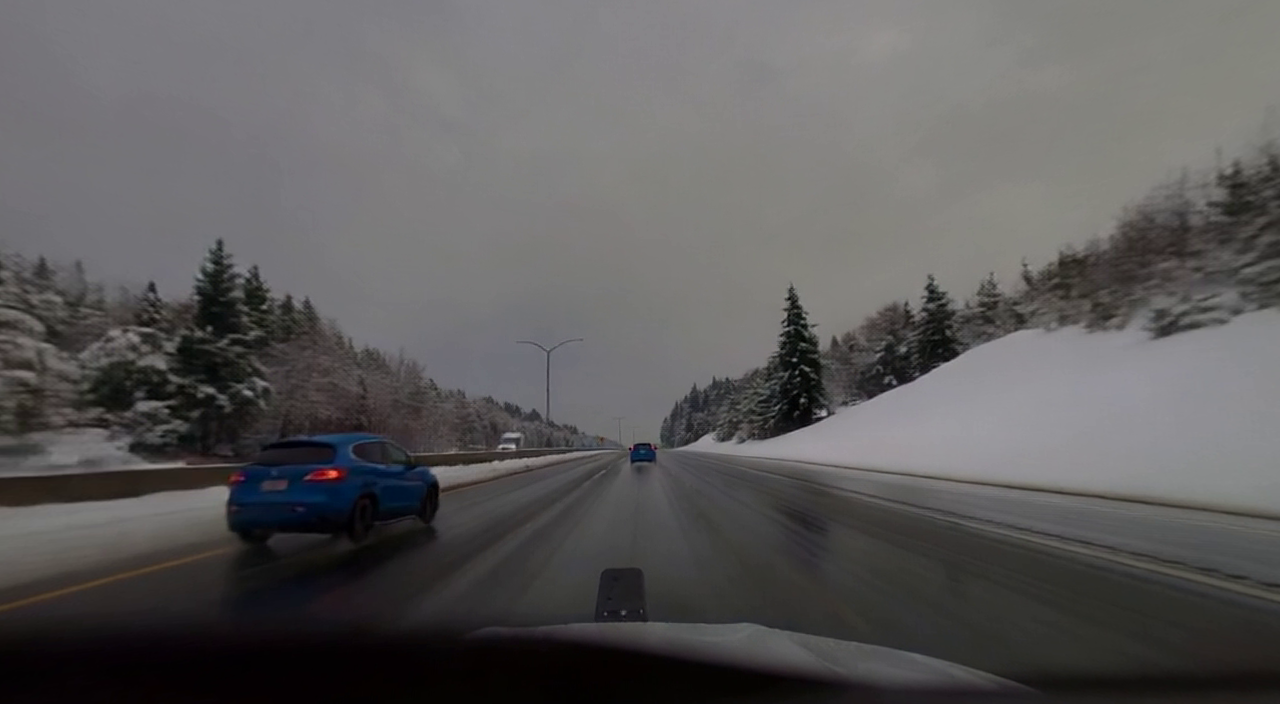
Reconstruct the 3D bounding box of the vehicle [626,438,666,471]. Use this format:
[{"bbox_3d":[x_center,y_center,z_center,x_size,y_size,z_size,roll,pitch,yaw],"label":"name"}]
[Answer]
[{"bbox_3d":[0.356,6.103,37.725,2.247,1.825,4.036,0,-9,0],"label":"vehicle"}]
